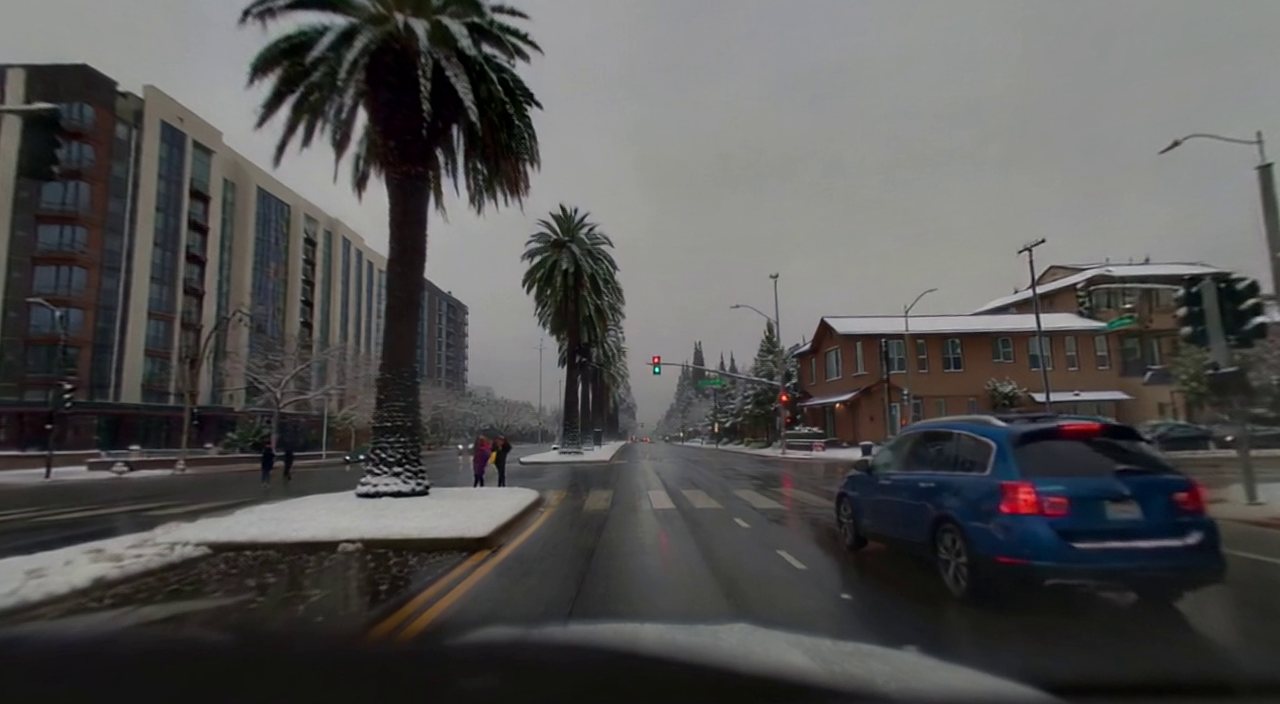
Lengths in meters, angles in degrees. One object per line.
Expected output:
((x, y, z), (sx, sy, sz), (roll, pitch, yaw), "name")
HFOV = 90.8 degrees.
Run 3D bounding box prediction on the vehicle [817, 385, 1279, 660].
((3.341, 1.329, 5.939), (2.060, 1.631, 4.169), (0, -9, -1), "vehicle")
